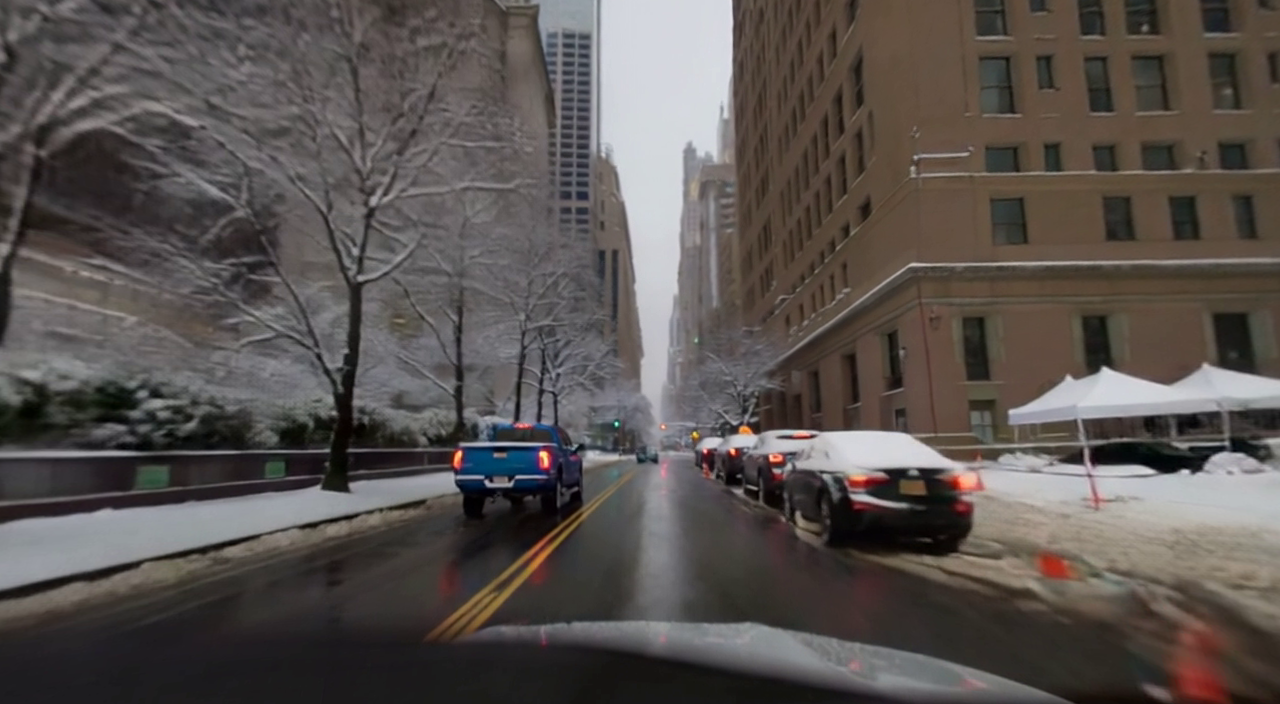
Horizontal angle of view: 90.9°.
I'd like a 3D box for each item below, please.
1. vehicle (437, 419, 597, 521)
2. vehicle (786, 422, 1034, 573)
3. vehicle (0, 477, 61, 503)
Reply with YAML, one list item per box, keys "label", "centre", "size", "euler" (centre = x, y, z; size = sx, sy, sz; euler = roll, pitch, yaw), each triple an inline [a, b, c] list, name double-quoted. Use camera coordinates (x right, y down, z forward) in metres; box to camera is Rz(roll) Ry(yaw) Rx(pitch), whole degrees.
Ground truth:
- label: "vehicle"
  centre: [-2.589, 2.719, 15.145]
  size: [2.452, 1.954, 5.653]
  euler: [-1, -9, 3]
- label: "vehicle"
  centre: [3.417, 1.907, 9.035]
  size: [2.023, 1.607, 4.225]
  euler: [-1, -9, 6]
- label: "vehicle"
  centre: [-46.983, 10.440, 47.936]
  size: [1.813, 1.628, 4.573]
  euler: [1, -9, -6]
